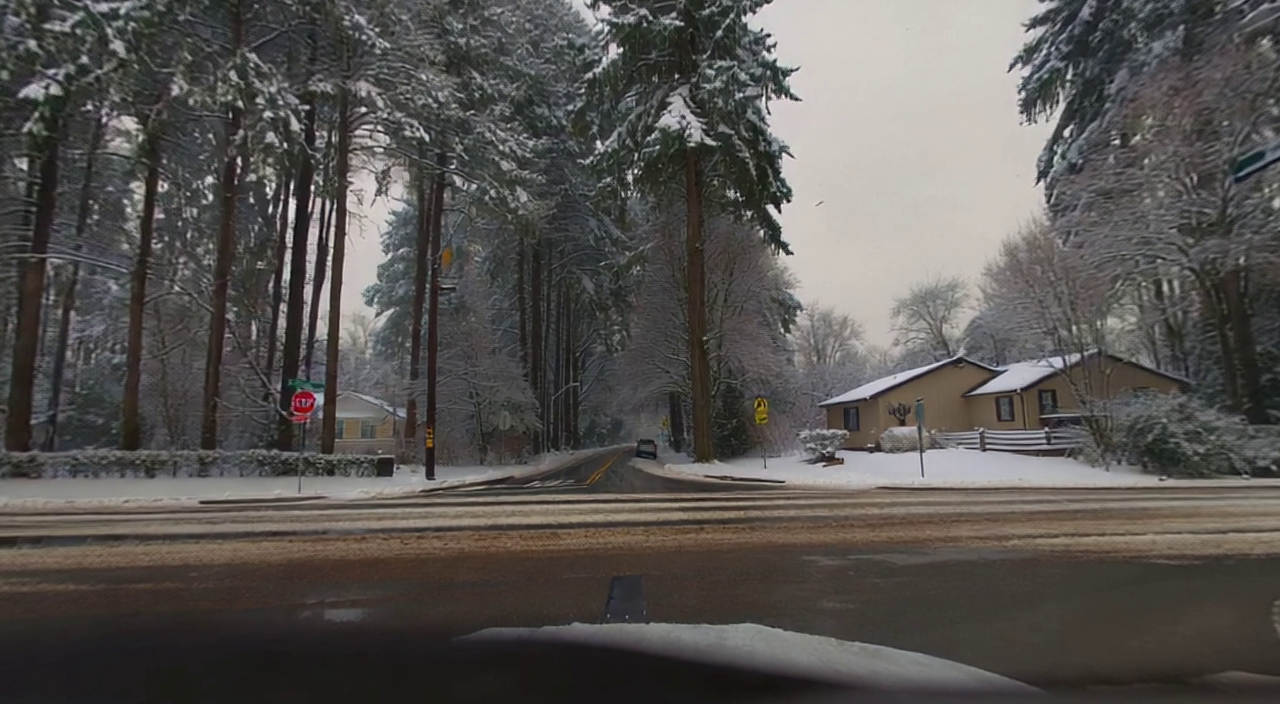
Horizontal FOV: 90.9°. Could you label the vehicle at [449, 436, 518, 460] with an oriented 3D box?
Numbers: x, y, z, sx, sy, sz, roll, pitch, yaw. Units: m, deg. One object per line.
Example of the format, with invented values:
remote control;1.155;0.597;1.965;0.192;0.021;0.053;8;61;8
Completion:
vehicle;-11.670;7.194;47.251;4.622;1.782;1.836;0;-8;1
